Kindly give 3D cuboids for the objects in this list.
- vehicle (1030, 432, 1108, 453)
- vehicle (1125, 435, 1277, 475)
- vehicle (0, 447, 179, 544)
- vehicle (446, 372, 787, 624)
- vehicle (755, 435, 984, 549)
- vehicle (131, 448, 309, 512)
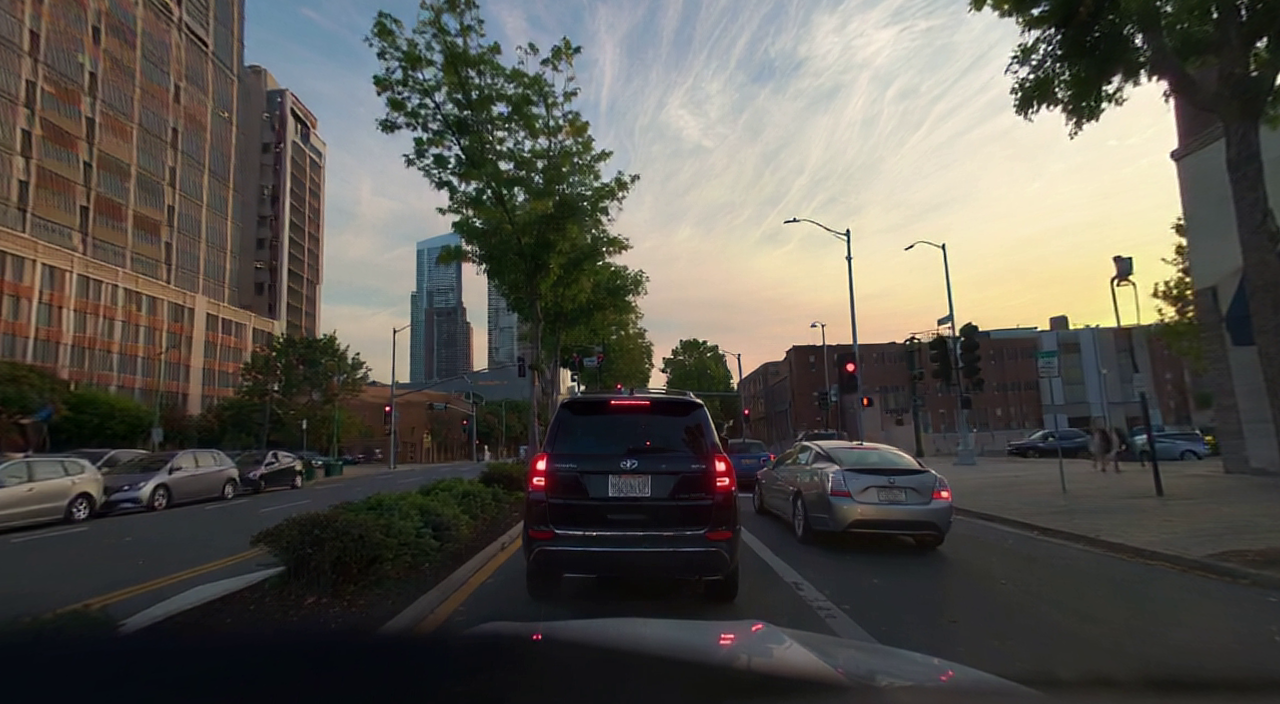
[{"bbox_3d":[33.505,7.070,49.047,5.224,1.515,2.164,3,-9,-18],"label":"vehicle"},{"bbox_3d":[22.130,4.055,24.986,4.055,1.469,1.848,-4,-9,26],"label":"vehicle"},{"bbox_3d":[-12.535,2.915,13.464,1.891,1.723,4.360,0,-8,1],"label":"vehicle"},{"bbox_3d":[-0.160,1.368,6.767,2.453,1.816,4.300,0,-8,0],"label":"vehicle"},{"bbox_3d":[3.295,2.083,10.073,2.056,1.422,4.130,0,-8,-1],"label":"vehicle"},{"bbox_3d":[-12.460,3.782,19.135,2.207,1.648,4.675,0,-8,-1],"label":"vehicle"}]
